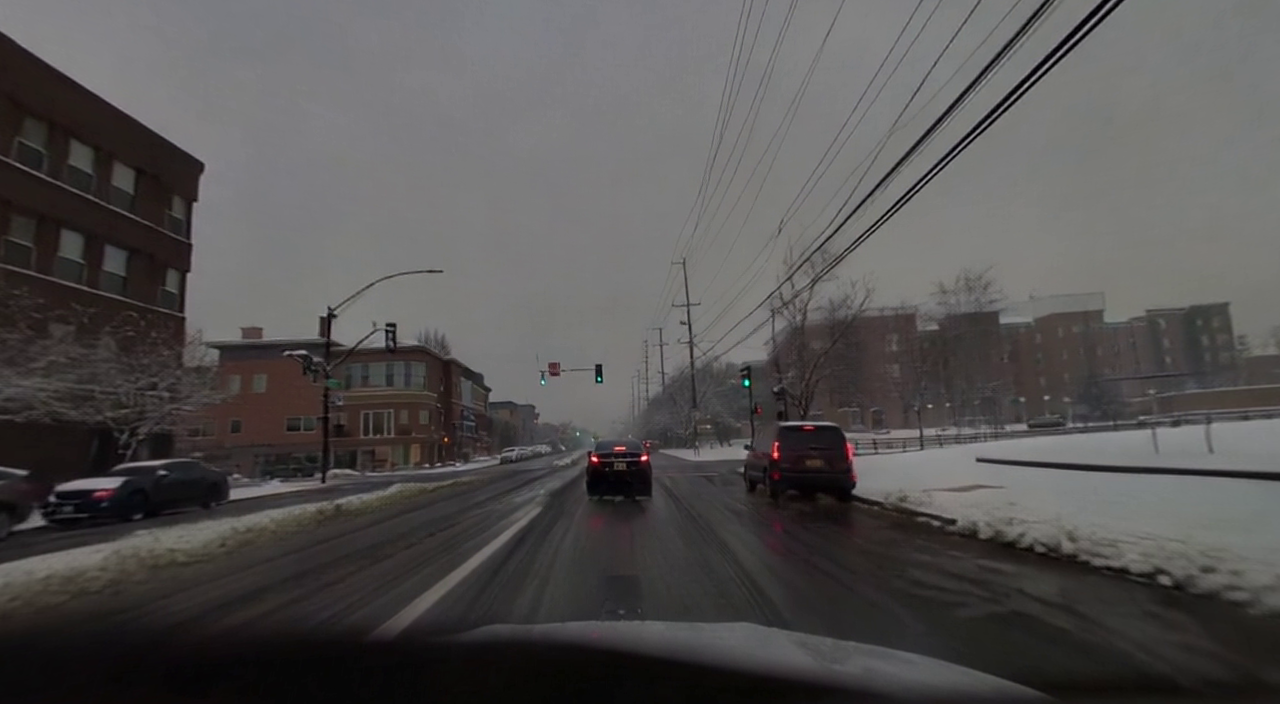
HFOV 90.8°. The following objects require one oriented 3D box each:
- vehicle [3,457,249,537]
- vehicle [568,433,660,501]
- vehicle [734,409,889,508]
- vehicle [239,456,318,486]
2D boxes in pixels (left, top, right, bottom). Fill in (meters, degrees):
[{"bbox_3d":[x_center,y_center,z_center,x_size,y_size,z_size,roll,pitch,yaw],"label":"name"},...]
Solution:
[{"bbox_3d":[-11.921,3.337,15.221,1.910,1.498,4.662,-1,-8,2],"label":"vehicle"},{"bbox_3d":[-0.573,2.820,15.913,2.019,1.453,4.129,0,-8,0],"label":"vehicle"},{"bbox_3d":[3.777,2.478,15.110,2.248,1.945,5.011,0,-8,0],"label":"vehicle"},{"bbox_3d":[-25.402,8.382,44.484,4.337,1.739,1.981,-4,-11,-1],"label":"vehicle"}]
